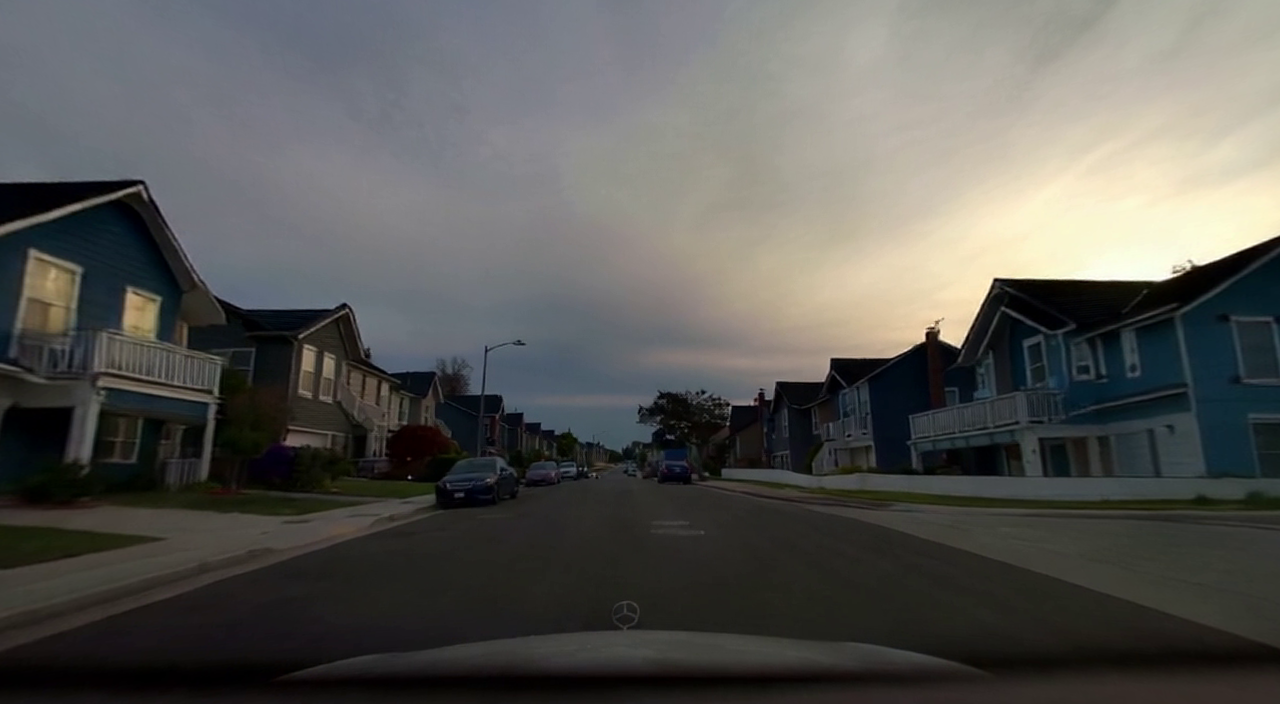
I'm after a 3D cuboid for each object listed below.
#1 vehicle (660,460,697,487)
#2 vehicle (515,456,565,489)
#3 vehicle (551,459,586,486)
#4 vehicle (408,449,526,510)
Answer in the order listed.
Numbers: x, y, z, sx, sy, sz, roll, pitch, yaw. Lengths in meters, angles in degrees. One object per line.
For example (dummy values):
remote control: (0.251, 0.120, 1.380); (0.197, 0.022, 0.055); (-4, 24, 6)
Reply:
vehicle: (2.344, 7.540, 39.358); (1.888, 1.484, 4.476); (0, -9, -2)
vehicle: (-5.103, 6.219, 32.763); (2.020, 1.470, 5.300); (0, -8, -3)
vehicle: (-4.999, 8.474, 44.450); (2.089, 1.508, 4.537); (2, -7, -3)
vehicle: (-4.748, 3.579, 18.074); (2.080, 1.471, 4.638); (1, -10, -1)
